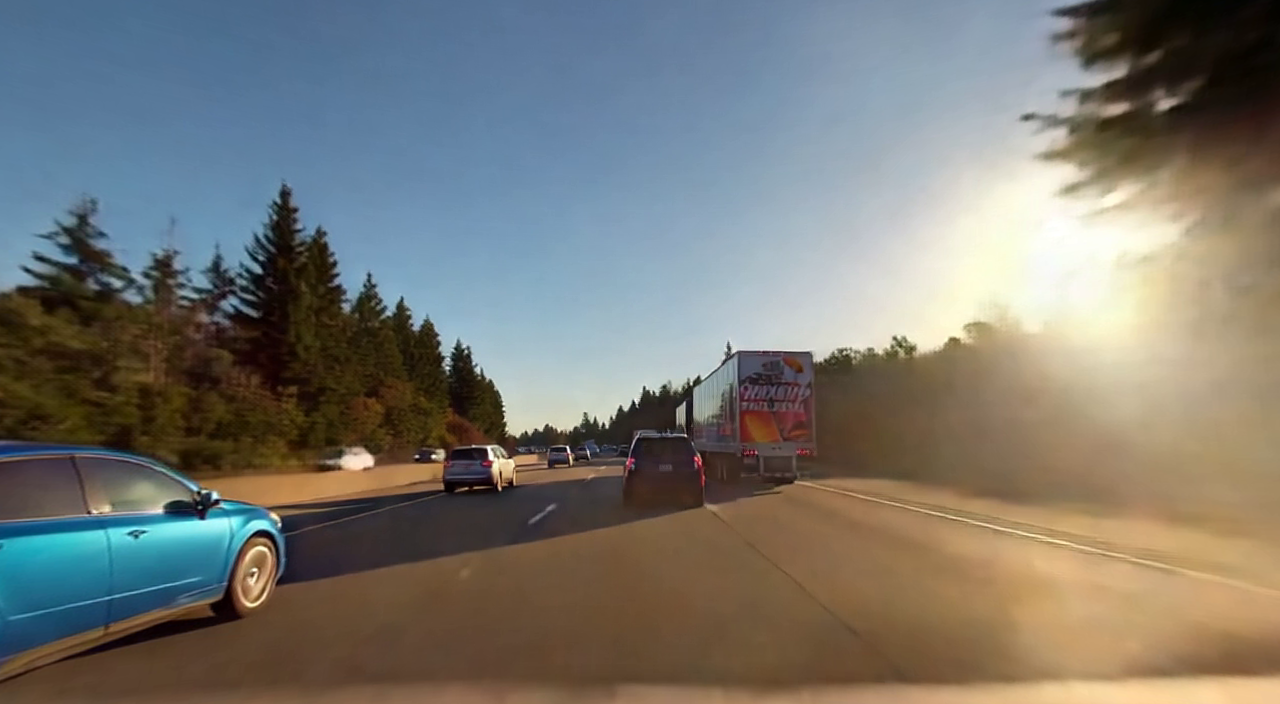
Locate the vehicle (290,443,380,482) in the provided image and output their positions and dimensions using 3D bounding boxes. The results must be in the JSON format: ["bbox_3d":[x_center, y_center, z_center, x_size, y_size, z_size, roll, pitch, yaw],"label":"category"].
[{"bbox_3d":[-12.512,4.575,26.128,1.751,1.440,3.900,-2,-10,0],"label":"vehicle"}]

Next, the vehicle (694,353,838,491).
[{"bbox_3d":[4.330,3.060,25.773,2.828,4.081,14.220,0,-8,-1],"label":"vehicle"}]

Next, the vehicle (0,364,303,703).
[{"bbox_3d":[-4.085,0.965,3.479,1.983,1.666,4.452,0,-8,0],"label":"vehicle"}]

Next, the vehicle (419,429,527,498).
[{"bbox_3d":[-4.361,2.953,17.067,1.905,1.642,3.803,0,-8,0],"label":"vehicle"}]

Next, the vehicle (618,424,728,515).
[{"bbox_3d":[0.589,2.414,13.382,2.017,1.662,3.543,0,-8,-1],"label":"vehicle"}]

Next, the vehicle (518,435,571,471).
[{"bbox_3d":[-4.750,5.108,31.990,2.014,1.683,4.275,0,-8,0],"label":"vehicle"}]
